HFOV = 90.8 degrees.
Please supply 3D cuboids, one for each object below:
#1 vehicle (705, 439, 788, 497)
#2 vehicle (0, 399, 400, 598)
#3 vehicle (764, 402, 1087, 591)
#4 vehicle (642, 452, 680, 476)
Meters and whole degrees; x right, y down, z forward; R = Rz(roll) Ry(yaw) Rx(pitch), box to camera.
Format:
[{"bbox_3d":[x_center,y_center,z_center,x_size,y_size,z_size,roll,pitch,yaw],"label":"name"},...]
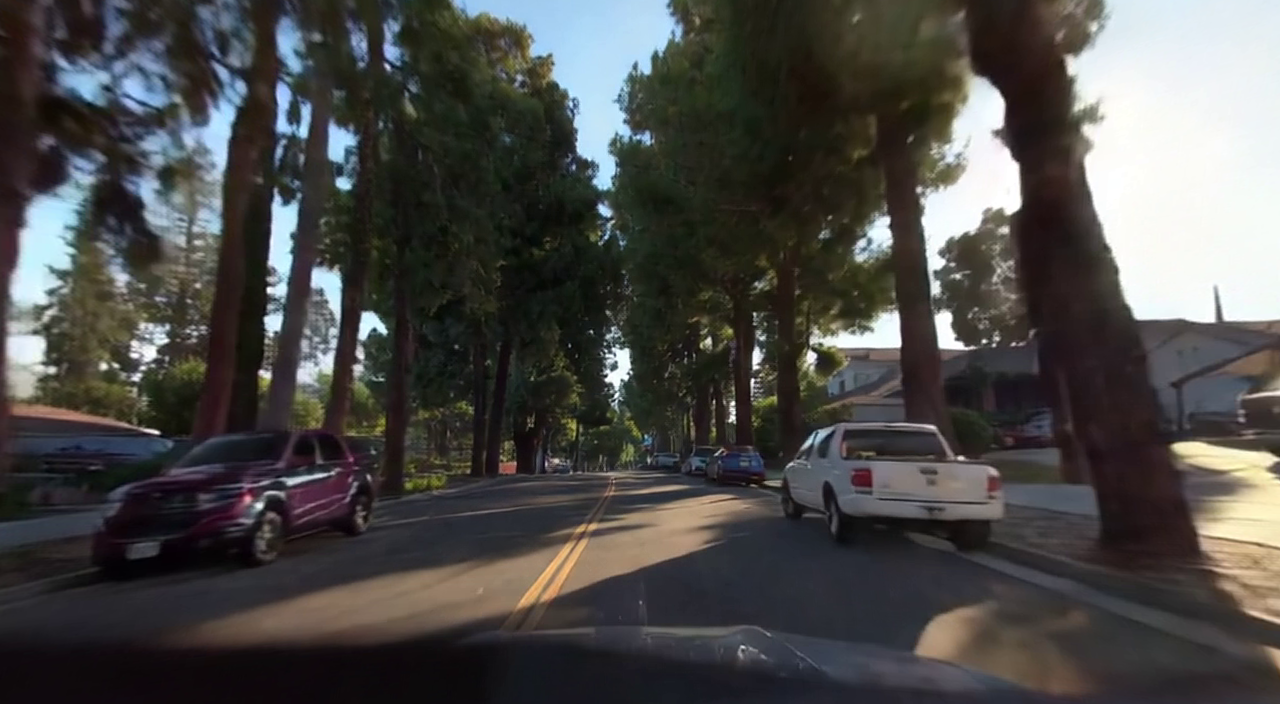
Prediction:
[{"bbox_3d":[3.468,3.860,21.496,1.970,1.709,4.568,0,-8,0],"label":"vehicle"},{"bbox_3d":[-5.116,1.674,8.148,2.155,1.729,4.799,-2,-8,0],"label":"vehicle"},{"bbox_3d":[3.267,1.763,8.599,2.229,1.826,4.611,-1,-8,0],"label":"vehicle"},{"bbox_3d":[1.589,8.739,49.461,2.163,1.742,4.239,1,-8,-9],"label":"vehicle"}]
